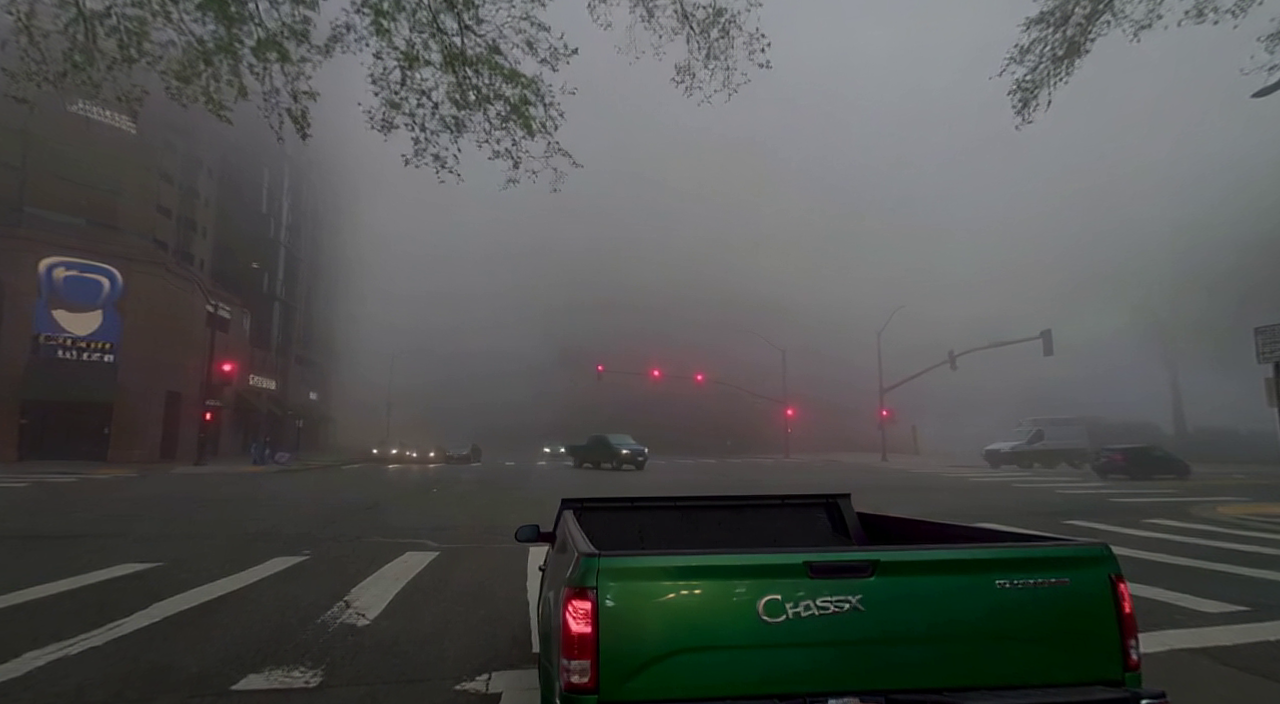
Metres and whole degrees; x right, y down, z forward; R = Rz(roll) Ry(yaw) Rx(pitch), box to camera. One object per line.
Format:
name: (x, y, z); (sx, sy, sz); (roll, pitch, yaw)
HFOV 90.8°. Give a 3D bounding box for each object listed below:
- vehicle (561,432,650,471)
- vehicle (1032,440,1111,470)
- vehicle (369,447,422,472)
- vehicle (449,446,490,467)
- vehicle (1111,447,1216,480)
vehicle: (-1.979, 5.342, 34.122); (2.289, 1.927, 5.667); (5, -10, -32)
vehicle: (26.349, 6.265, 38.553); (4.541, 1.731, 2.007); (5, -10, -28)
vehicle: (-16.245, 7.139, 42.242); (1.883, 1.586, 4.297); (0, -9, -1)
vehicle: (-12.619, 7.762, 47.093); (1.946, 1.474, 4.008); (0, -9, 0)
vehicle: (25.846, 5.463, 31.175); (4.658, 1.478, 1.946); (4, -9, -24)
